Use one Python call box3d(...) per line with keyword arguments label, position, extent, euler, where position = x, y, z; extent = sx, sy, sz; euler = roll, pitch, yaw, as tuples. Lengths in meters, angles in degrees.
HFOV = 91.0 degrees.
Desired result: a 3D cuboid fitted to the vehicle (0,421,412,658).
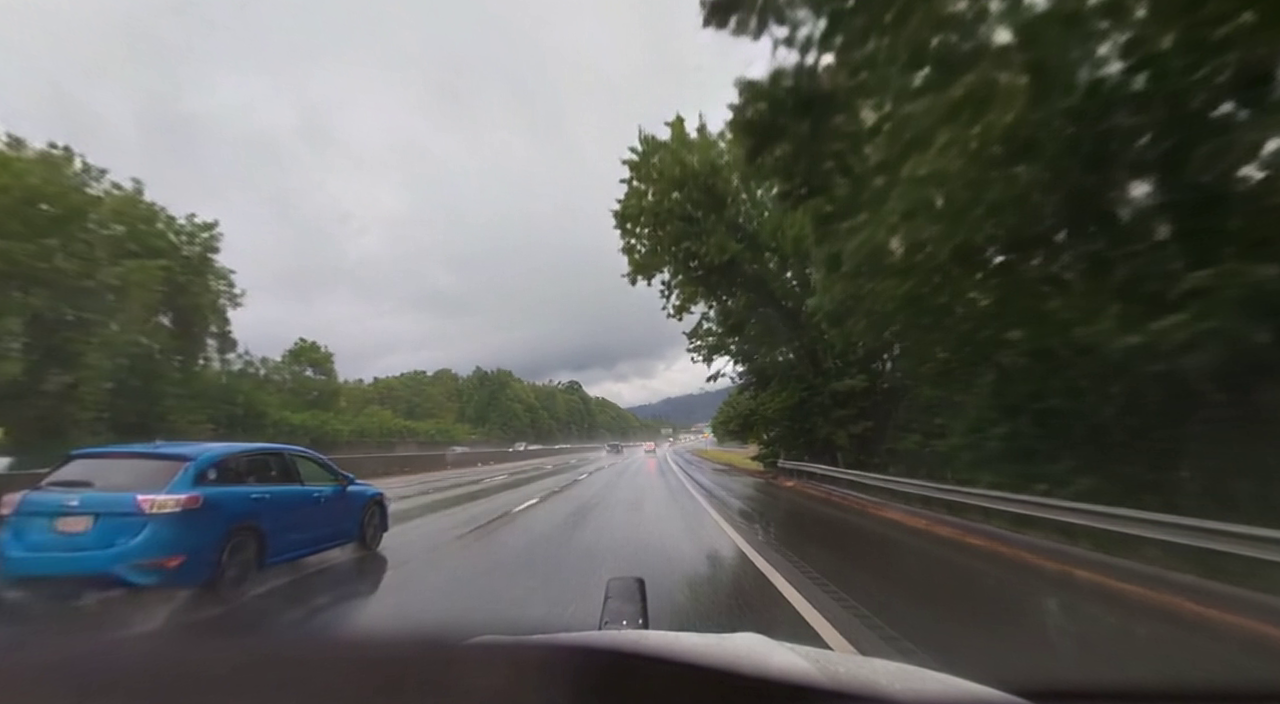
box3d(label="vehicle", position=(-4.137, 1.500, 6.230), extent=(1.996, 1.454, 4.495), euler=(0, -8, 1))
